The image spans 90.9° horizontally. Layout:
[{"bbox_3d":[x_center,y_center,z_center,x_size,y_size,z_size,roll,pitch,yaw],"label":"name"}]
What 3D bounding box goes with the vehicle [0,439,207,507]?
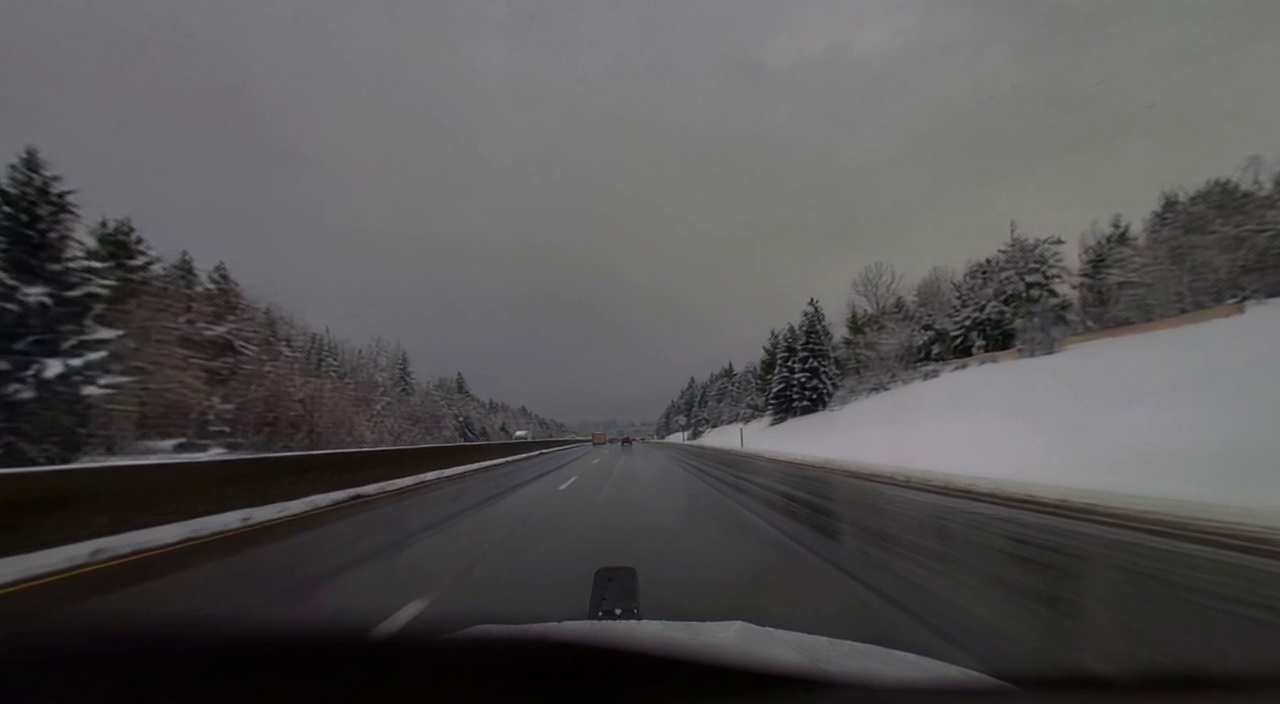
[{"bbox_3d":[-13.191,2.920,15.796,1.811,1.453,4.079,0,-8,-1],"label":"vehicle"}]
